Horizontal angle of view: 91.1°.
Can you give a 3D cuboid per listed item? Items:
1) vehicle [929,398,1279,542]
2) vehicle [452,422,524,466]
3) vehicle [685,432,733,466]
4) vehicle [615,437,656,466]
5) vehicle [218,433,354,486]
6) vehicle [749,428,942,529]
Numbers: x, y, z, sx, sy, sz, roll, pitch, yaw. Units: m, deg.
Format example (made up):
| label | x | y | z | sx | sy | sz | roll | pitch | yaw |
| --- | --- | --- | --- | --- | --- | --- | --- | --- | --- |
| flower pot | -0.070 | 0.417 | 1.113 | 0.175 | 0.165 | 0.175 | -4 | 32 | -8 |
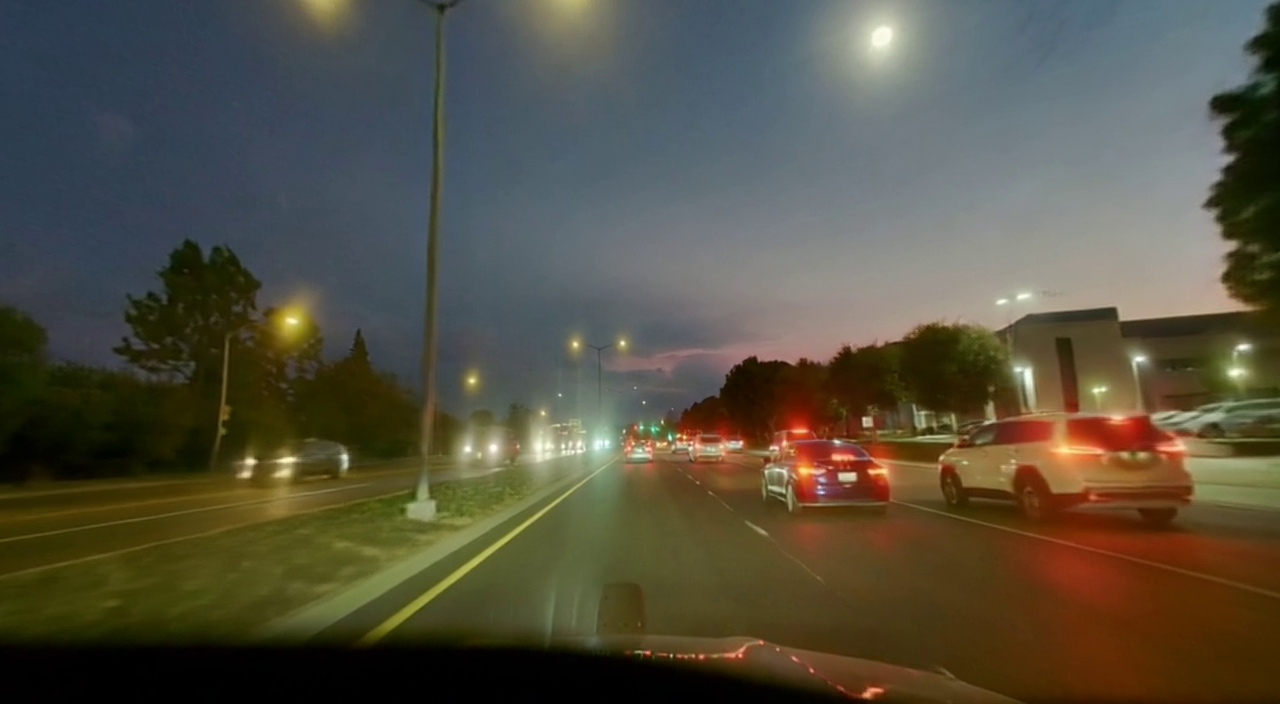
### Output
| label | x | y | z | sx | sy | sz | roll | pitch | yaw |
| --- | --- | --- | --- | --- | --- | --- | --- | --- | --- |
| vehicle | 7.222 | 1.892 | 10.639 | 2.188 | 1.840 | 5.050 | 0 | -9 | 0 |
| vehicle | -8.102 | 5.016 | 34.163 | 2.396 | 2.216 | 5.698 | 0 | -9 | 1 |
| vehicle | 3.767 | 5.397 | 34.950 | 2.130 | 1.718 | 4.310 | 0 | -9 | -1 |
| vehicle | -0.234 | 5.453 | 34.480 | 2.111 | 1.506 | 4.018 | 0 | -9 | 0 |
| vehicle | -11.604 | 3.546 | 20.986 | 1.952 | 1.576 | 4.409 | 0 | -9 | 0 |
| vehicle | 3.474 | 2.239 | 11.726 | 2.010 | 1.490 | 4.639 | 0 | -9 | 0 |
